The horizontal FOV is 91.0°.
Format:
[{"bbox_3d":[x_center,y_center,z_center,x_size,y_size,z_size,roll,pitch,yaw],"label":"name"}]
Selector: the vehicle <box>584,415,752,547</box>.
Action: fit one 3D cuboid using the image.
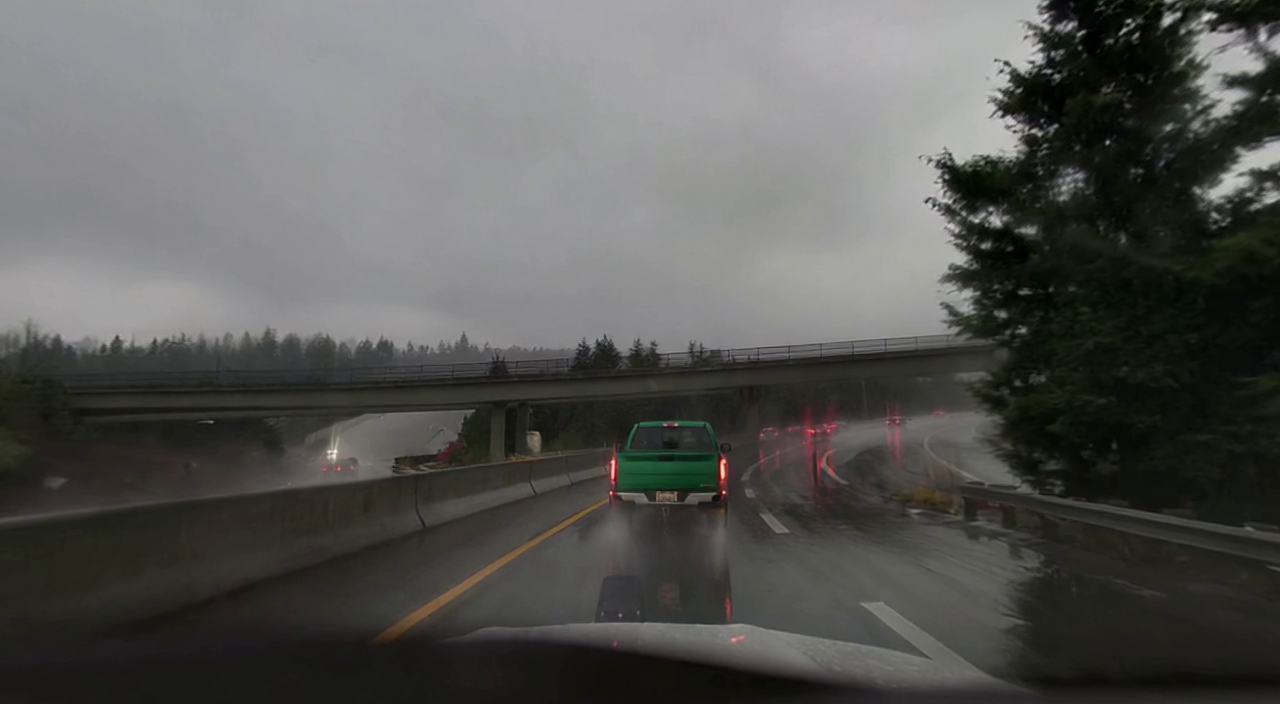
[{"bbox_3d":[0.533,2.042,10.642,2.235,1.716,4.435,-1,-9,4],"label":"vehicle"}]
